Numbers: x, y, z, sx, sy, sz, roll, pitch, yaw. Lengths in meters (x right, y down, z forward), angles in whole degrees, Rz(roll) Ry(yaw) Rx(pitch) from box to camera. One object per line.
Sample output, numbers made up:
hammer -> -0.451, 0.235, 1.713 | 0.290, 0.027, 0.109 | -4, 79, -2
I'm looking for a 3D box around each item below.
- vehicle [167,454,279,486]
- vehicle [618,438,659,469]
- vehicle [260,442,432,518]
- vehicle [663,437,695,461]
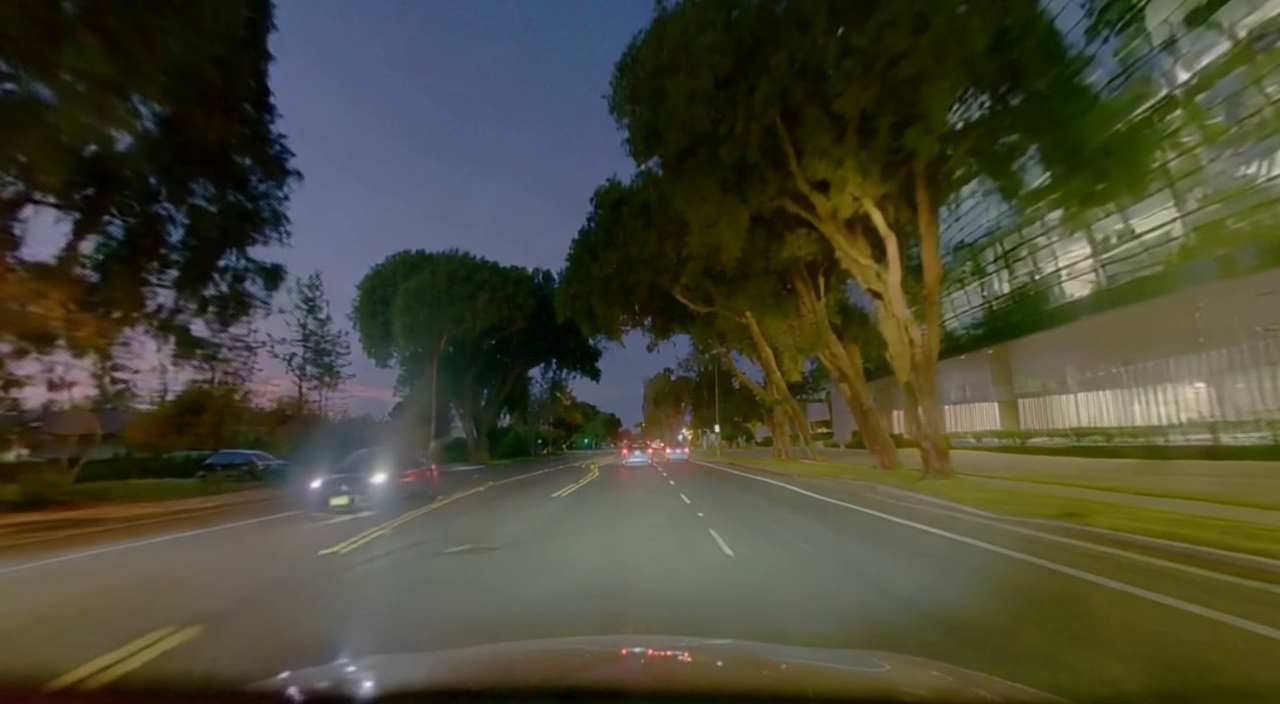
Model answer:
vehicle -> -22.037, 6.232, 33.415 | 4.589, 1.557, 1.887 | -1, -8, 1
vehicle -> -0.126, 5.599, 34.869 | 2.109, 1.612, 3.963 | 0, -8, -1
vehicle -> -6.699, 2.937, 15.023 | 2.020, 1.512, 4.296 | 0, -8, 0
vehicle -> 3.023, 7.650, 49.600 | 2.189, 1.766, 4.495 | 0, -8, 0
